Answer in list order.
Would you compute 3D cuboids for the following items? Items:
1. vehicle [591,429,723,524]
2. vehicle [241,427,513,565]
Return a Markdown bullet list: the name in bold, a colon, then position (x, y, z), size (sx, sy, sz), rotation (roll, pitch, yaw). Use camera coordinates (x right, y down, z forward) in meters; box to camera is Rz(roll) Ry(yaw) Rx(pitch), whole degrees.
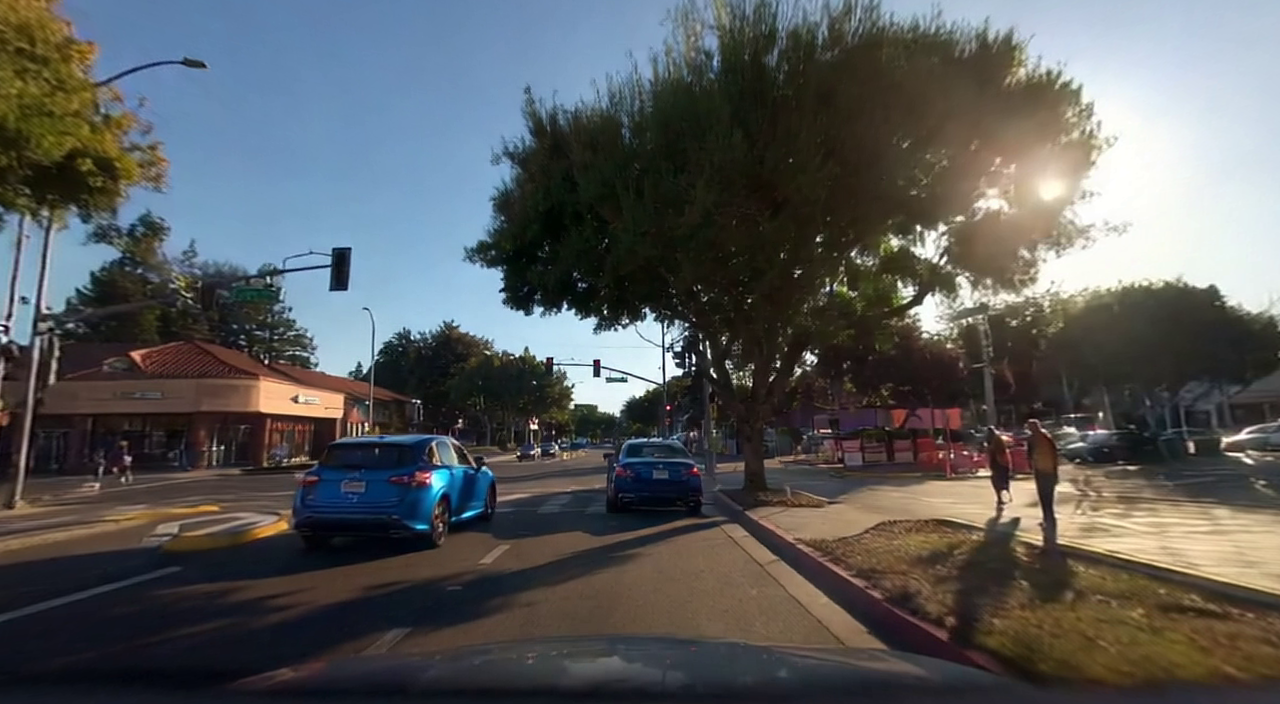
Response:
- **vehicle**: position (0.246, 2.252, 11.934), size (2.059, 1.456, 4.047), rotation (0, -8, -1)
- **vehicle**: position (-3.300, 1.892, 9.116), size (2.032, 1.467, 4.411), rotation (0, -8, 0)
